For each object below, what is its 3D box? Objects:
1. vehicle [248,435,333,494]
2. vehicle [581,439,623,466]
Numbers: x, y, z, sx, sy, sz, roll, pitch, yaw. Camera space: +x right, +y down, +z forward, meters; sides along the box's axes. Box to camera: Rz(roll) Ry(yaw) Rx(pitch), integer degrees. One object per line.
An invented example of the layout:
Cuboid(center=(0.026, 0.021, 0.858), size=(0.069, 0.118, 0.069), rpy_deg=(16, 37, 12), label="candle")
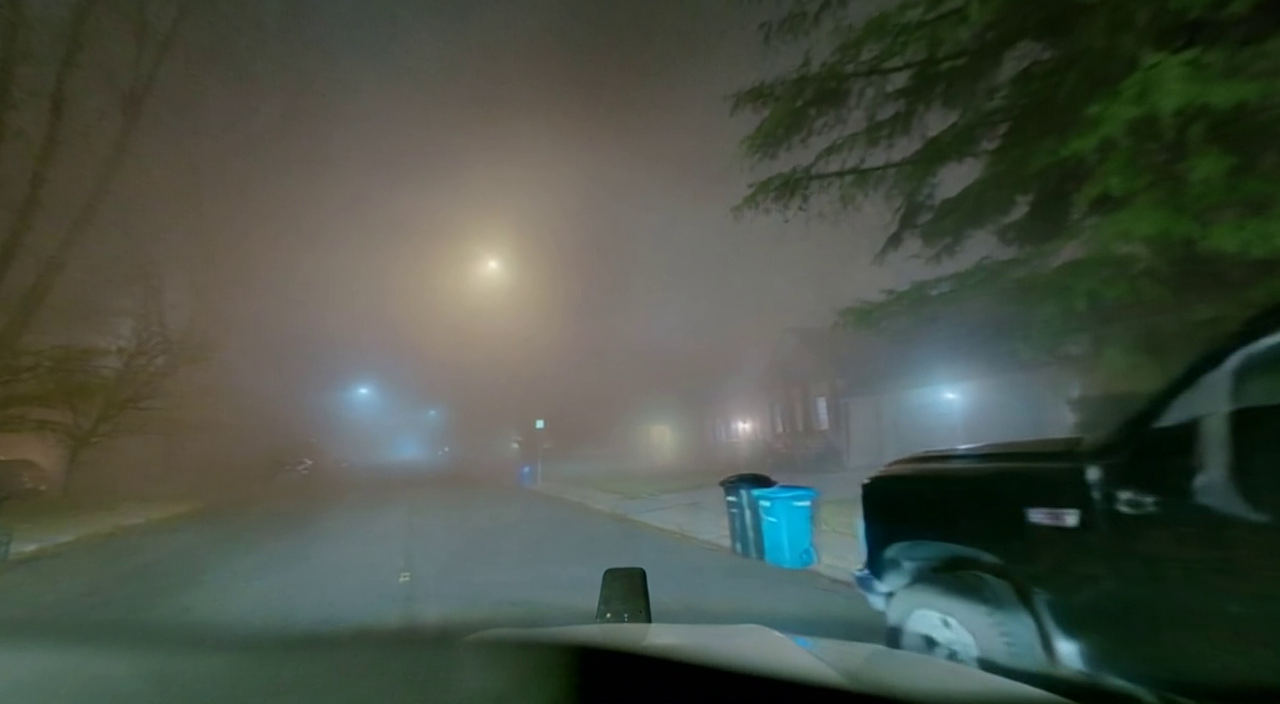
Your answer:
Cuboid(center=(-16.191, 5.167, 29.572), size=(2.223, 2.115, 5.707), rpy_deg=(9, -8, -18), label="vehicle")
Cuboid(center=(-2.970, 7.657, 48.404), size=(1.936, 1.687, 4.714), rpy_deg=(-1, -6, -19), label="vehicle")
